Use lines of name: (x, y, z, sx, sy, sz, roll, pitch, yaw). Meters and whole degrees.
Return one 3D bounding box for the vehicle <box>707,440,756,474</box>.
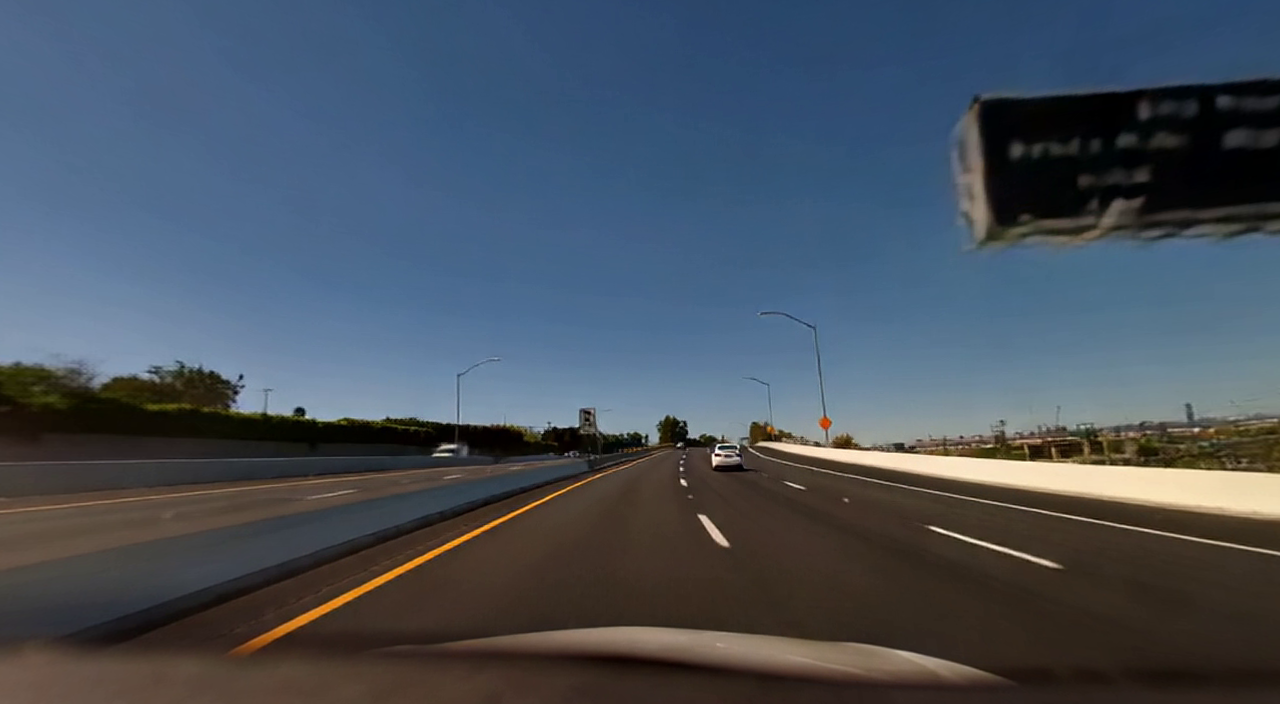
vehicle: (4.296, 4.988, 30.238, 1.874, 1.506, 4.116, -1, -8, 2)
